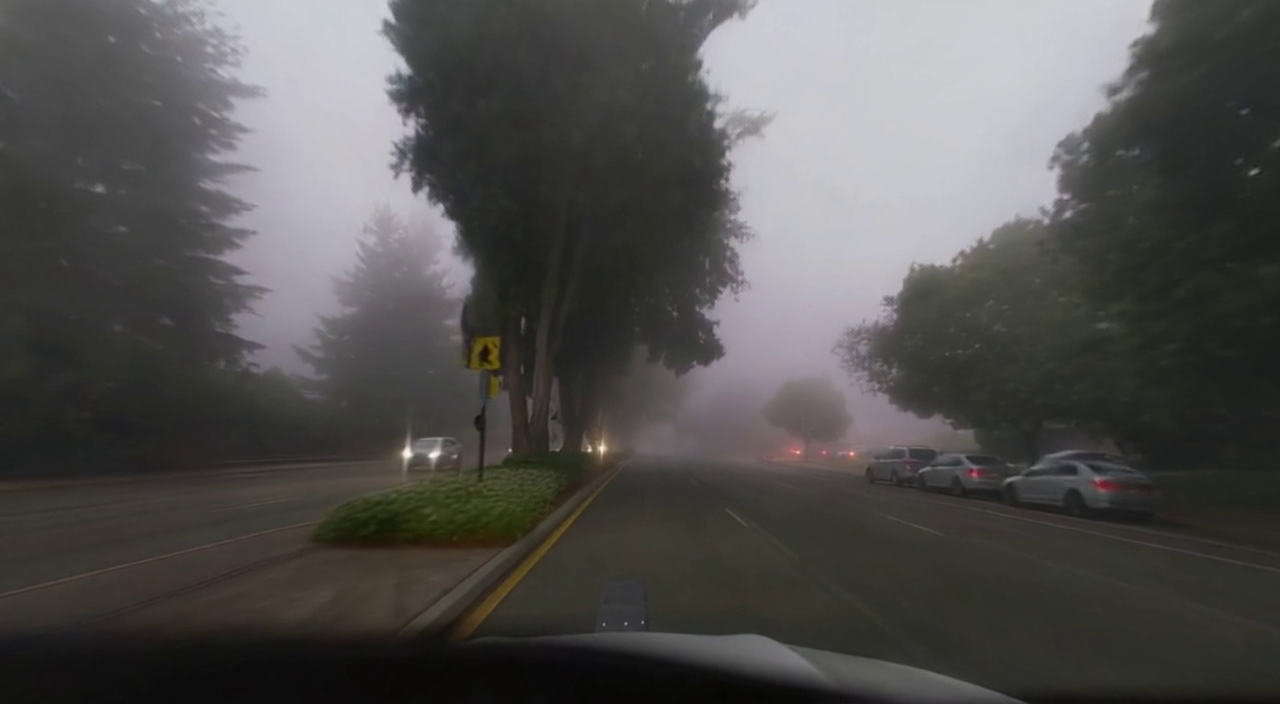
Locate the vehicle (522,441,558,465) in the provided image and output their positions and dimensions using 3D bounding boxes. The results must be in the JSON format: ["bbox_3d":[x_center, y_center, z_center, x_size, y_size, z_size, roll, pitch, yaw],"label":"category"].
[{"bbox_3d":[-7.136,7.214,45.345,1.934,1.619,3.991,0,-8,0],"label":"vehicle"}]

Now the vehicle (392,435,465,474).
[{"bbox_3d":[-10.983,5.343,33.196,2.176,1.896,4.800,0,-8,0],"label":"vehicle"}]

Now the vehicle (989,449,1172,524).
[{"bbox_3d":[11.571,3.491,16.986,2.061,1.575,4.098,4,-8,1],"label":"vehicle"}]

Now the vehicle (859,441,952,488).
[{"bbox_3d":[11.844,4.999,28.552,2.178,1.858,4.726,2,-8,0],"label":"vehicle"}]

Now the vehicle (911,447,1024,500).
[{"bbox_3d":[11.667,4.297,22.783,1.869,1.522,4.295,4,-8,1],"label":"vehicle"}]
